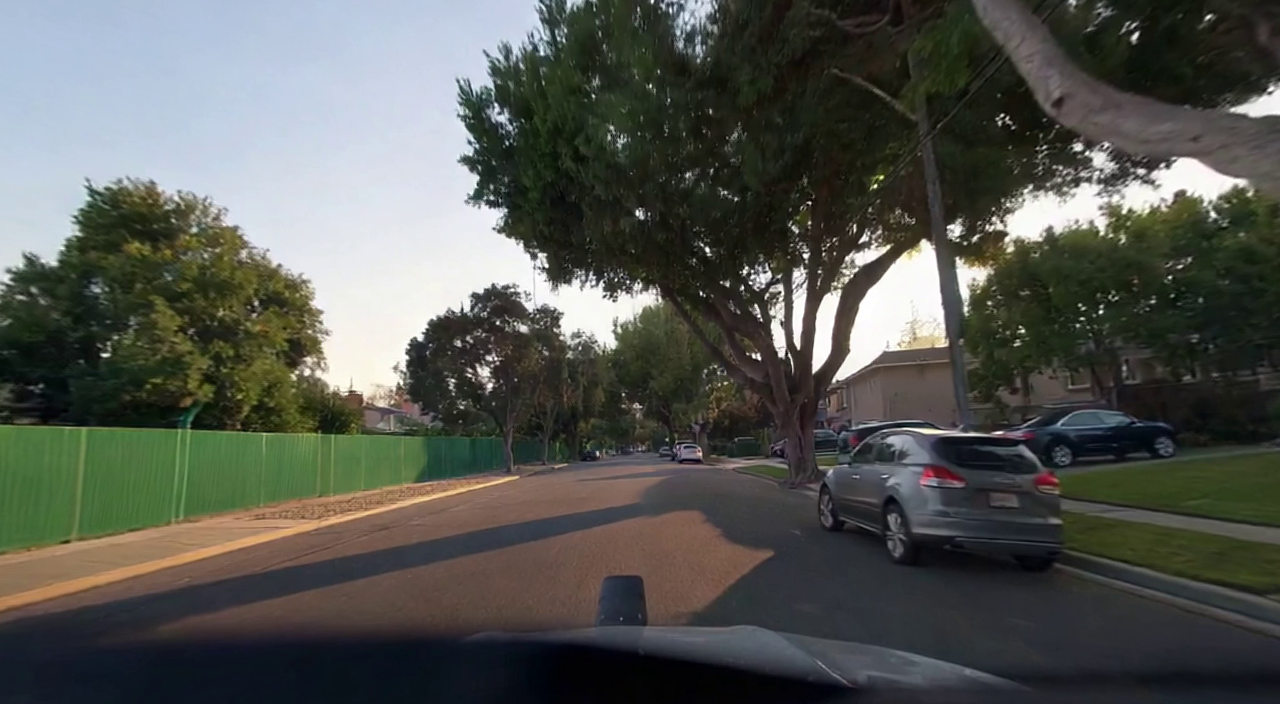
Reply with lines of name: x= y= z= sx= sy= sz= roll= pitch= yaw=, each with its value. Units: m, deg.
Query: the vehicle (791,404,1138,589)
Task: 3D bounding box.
vehicle: x=3.650 y=1.740 z=8.412 sx=2.165 sy=1.688 sz=4.642 roll=-2 pitch=-9 yaw=1

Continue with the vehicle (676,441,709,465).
vehicle: x=3.910 y=7.615 z=47.648 sx=2.122 sy=1.673 sz=4.876 roll=0 pitch=-9 yaw=1
